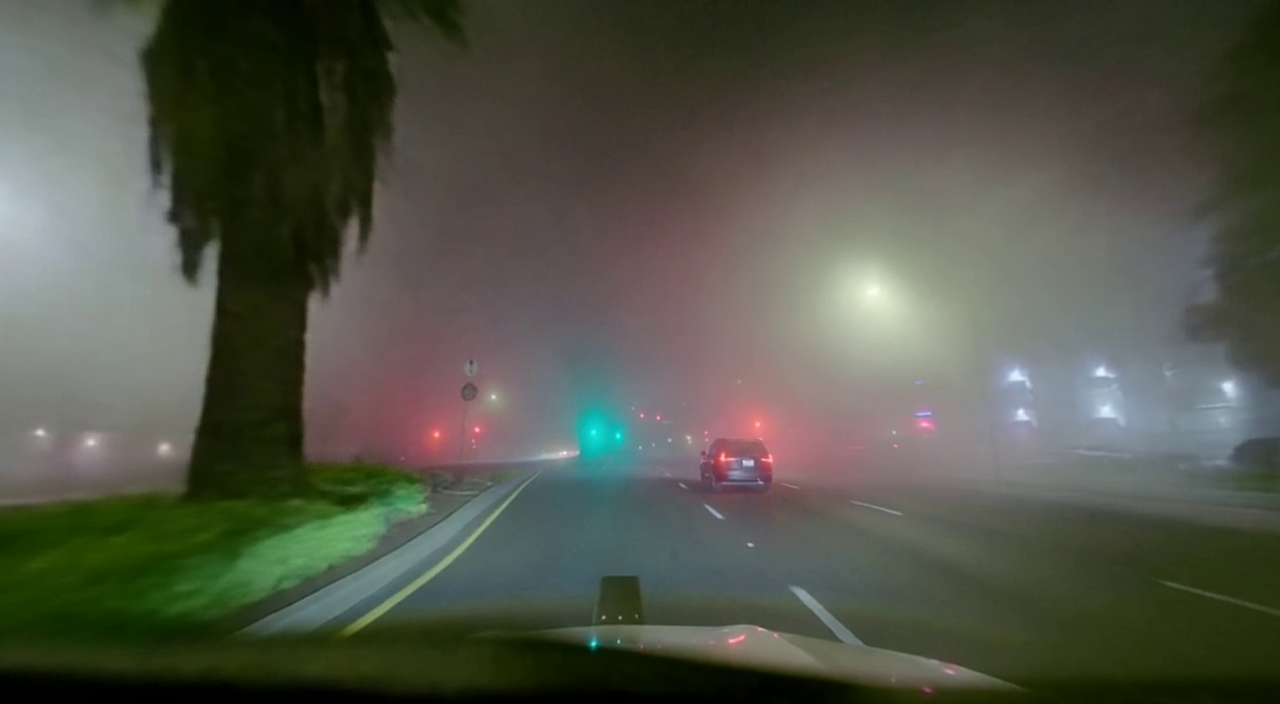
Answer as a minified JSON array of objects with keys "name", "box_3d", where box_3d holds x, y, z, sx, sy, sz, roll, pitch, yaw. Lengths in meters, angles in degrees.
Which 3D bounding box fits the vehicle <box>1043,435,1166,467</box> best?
[{"name":"vehicle","box_3d":[22.176,4.740,30.270,4.472,1.451,1.842,0,-8,-1]}]

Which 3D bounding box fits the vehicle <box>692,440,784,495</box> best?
[{"name":"vehicle","box_3d":[2.798,3.395,19.023,1.964,1.448,4.295,0,-8,-2]}]

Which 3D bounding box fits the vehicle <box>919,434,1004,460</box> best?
[{"name":"vehicle","box_3d":[22.282,6.597,43.941,4.781,1.600,1.986,-3,-8,1]}]
